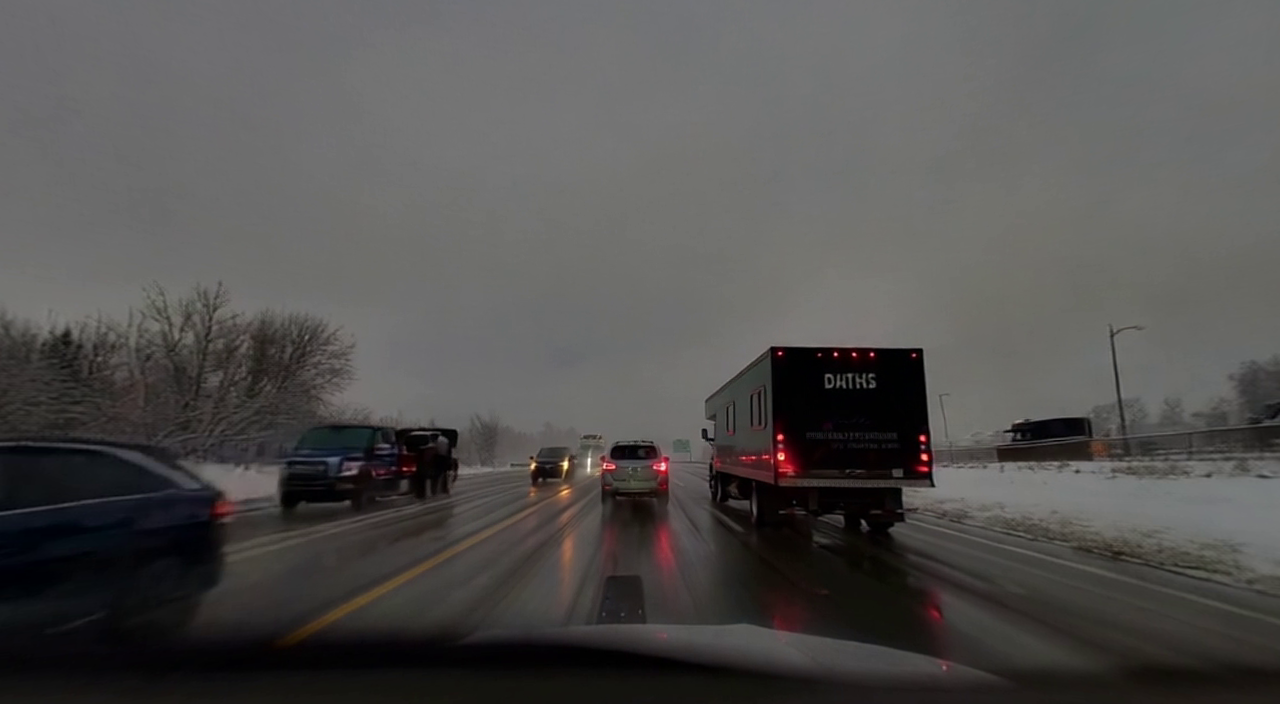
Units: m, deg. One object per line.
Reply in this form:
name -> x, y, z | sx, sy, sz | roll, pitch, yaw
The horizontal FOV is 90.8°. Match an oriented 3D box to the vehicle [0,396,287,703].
vehicle -> -4.096, 1.005, 3.001 | 2.023, 1.576, 4.784 | 0, -9, 1

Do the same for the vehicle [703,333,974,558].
vehicle -> 2.952, 1.749, 11.949 | 2.533, 2.942, 7.280 | 0, -9, -2

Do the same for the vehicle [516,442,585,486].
vehicle -> -3.619, 4.626, 26.437 | 2.098, 1.659, 4.432 | 0, -9, 2

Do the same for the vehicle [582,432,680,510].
vehicle -> -0.186, 2.998, 16.260 | 2.201, 1.719, 4.058 | 0, -9, 0

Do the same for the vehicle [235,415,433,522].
vehicle -> -6.888, 2.684, 15.017 | 2.155, 2.087, 4.882 | 0, -9, 1
